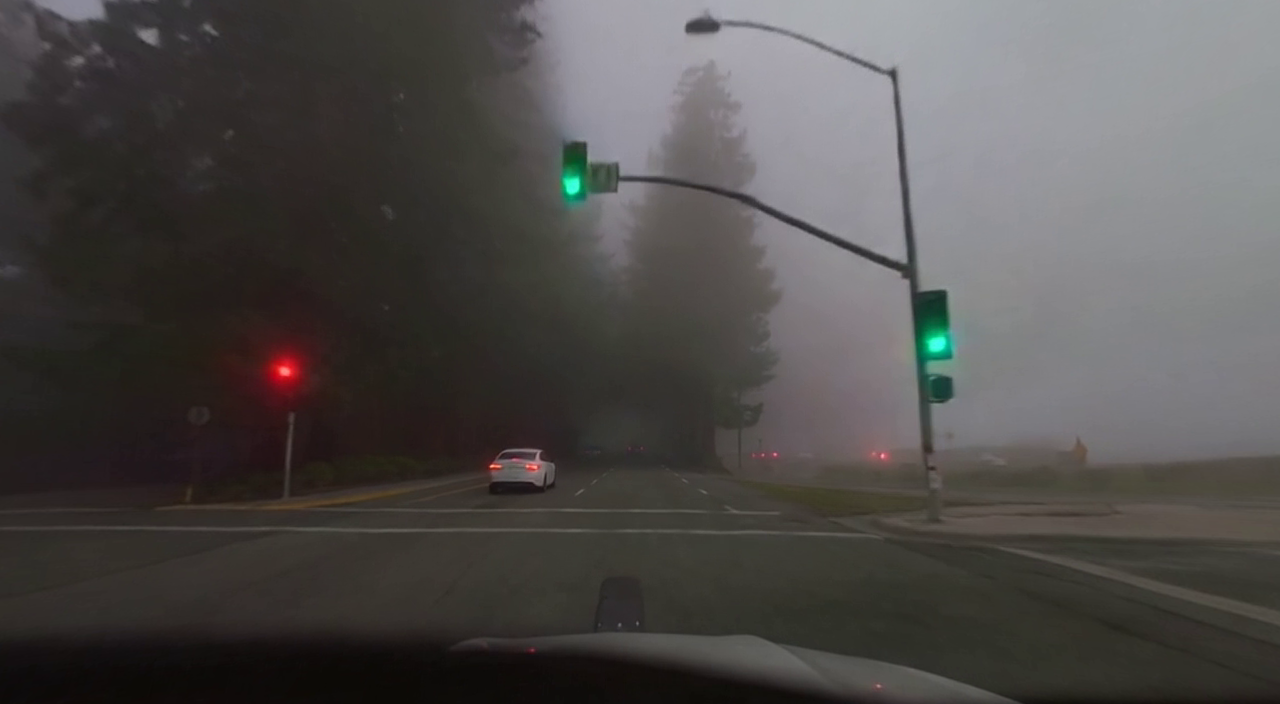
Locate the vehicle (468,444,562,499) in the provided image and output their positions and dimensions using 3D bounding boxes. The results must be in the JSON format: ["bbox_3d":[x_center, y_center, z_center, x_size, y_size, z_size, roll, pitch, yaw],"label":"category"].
[{"bbox_3d":[-3.665,3.572,19.410,1.968,1.459,4.433,0,-8,0],"label":"vehicle"}]
